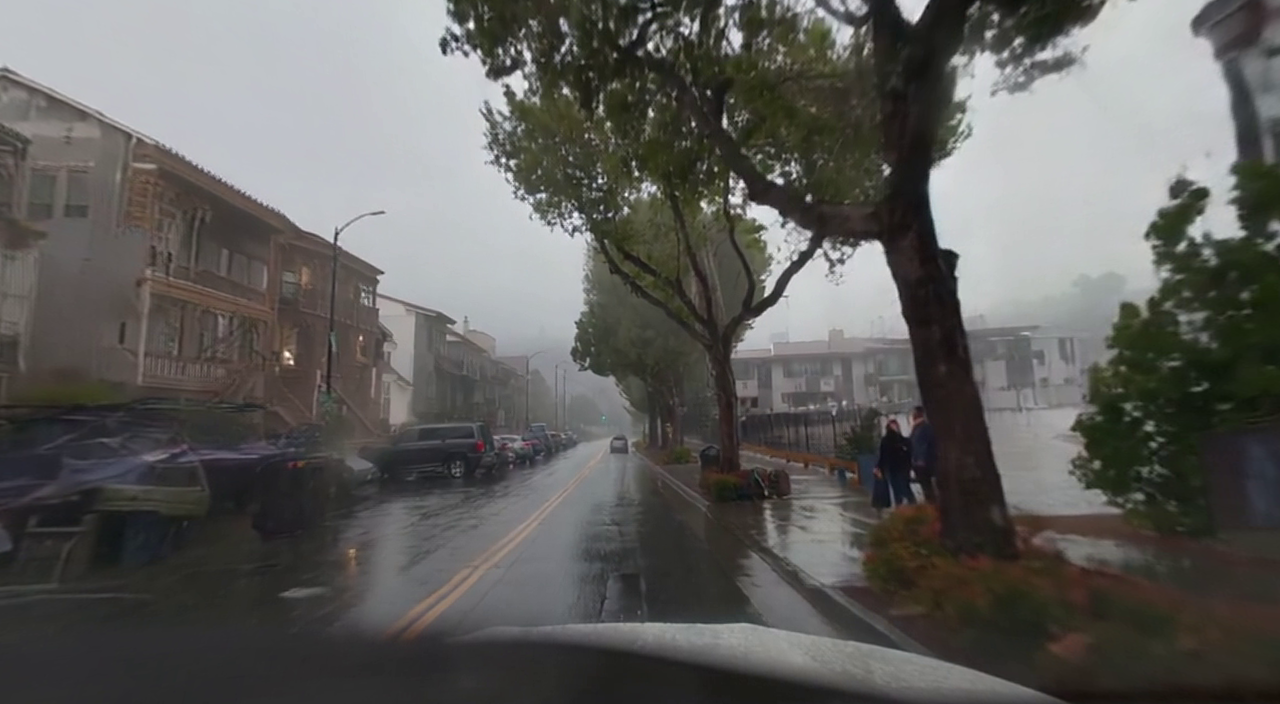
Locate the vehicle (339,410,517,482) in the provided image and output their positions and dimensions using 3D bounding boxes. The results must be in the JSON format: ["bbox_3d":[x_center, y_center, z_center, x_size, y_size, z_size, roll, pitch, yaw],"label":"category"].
[{"bbox_3d":[-7.554,3.428,23.143,5.592,2.439,2.515,0,-9,-2],"label":"vehicle"}]

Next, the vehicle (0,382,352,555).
[{"bbox_3d":[-7.606,1.604,9.010,5.824,2.125,2.233,1,-9,-4],"label":"vehicle"}]
